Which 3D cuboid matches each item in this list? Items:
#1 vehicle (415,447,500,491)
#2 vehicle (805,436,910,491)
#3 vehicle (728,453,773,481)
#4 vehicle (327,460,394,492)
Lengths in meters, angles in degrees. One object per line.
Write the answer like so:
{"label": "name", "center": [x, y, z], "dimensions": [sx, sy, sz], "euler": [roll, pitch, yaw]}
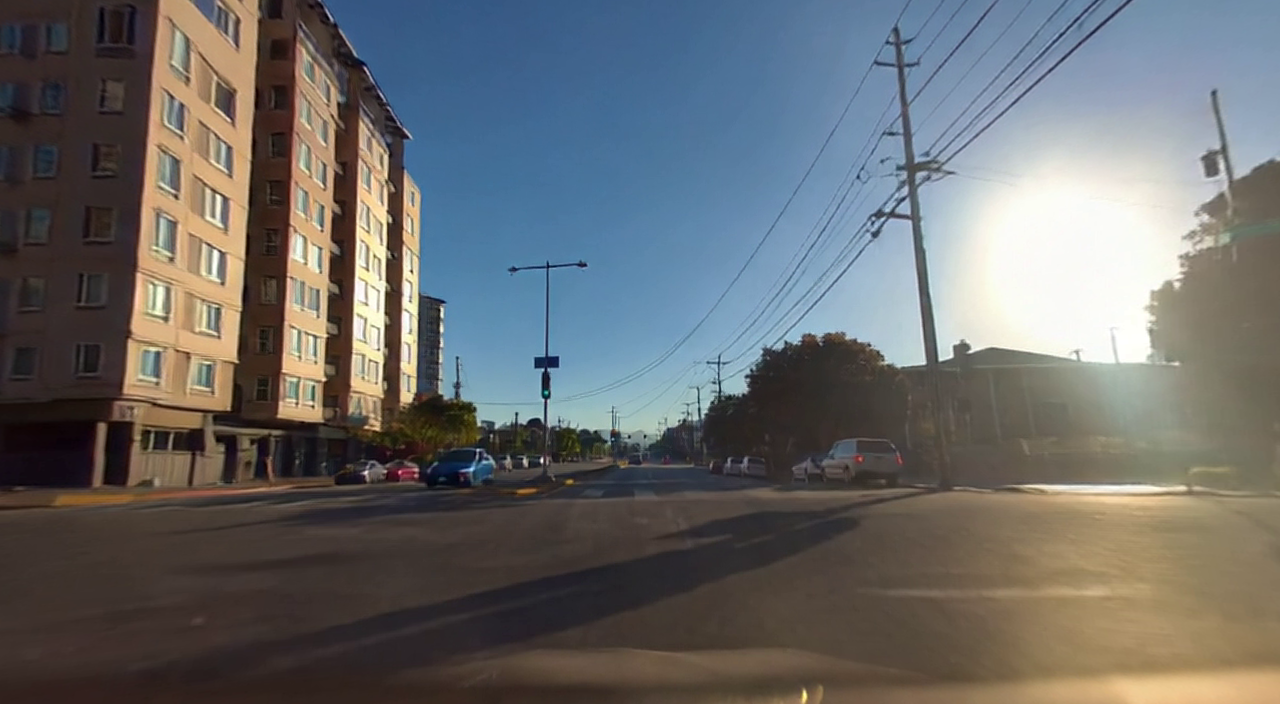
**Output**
{"label": "vehicle", "center": [-7.280, 4.677, 25.690], "dimensions": [2.180, 1.608, 4.321], "euler": [0, -9, -1]}
{"label": "vehicle", "center": [7.483, 3.884, 22.313], "dimensions": [1.996, 1.704, 4.490], "euler": [0, -9, -1]}
{"label": "vehicle", "center": [7.419, 7.714, 42.757], "dimensions": [2.143, 1.731, 4.781], "euler": [0, -9, 0]}
{"label": "vehicle", "center": [-14.785, 6.547, 33.648], "dimensions": [1.879, 1.507, 3.745], "euler": [0, -9, -1]}
